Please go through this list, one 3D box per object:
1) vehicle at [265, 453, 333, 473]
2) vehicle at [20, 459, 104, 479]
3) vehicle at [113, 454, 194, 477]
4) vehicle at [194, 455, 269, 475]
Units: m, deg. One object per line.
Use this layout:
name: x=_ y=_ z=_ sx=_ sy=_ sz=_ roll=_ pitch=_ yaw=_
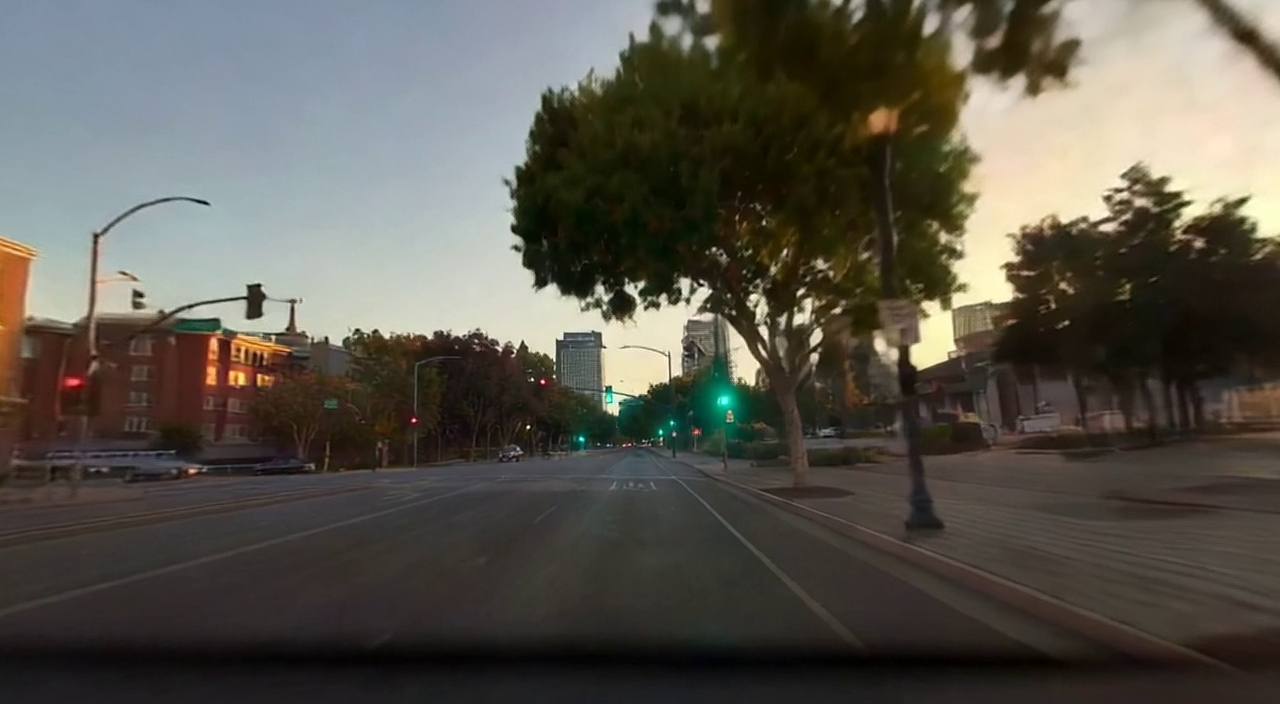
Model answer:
vehicle: x=-26.412 y=8.599 z=49.019 sx=4.153 sy=1.493 sz=1.808 roll=0 pitch=-9 yaw=-2
vehicle: x=-44.234 y=8.945 z=48.438 sx=4.546 sy=1.455 sz=1.805 roll=0 pitch=-9 yaw=-2
vehicle: x=-37.461 y=8.739 z=48.744 sx=4.593 sy=1.674 sz=1.893 roll=0 pitch=-9 yaw=0
vehicle: x=-31.533 y=8.739 z=48.831 sx=4.453 sy=1.441 sz=1.770 roll=0 pitch=-9 yaw=-1
